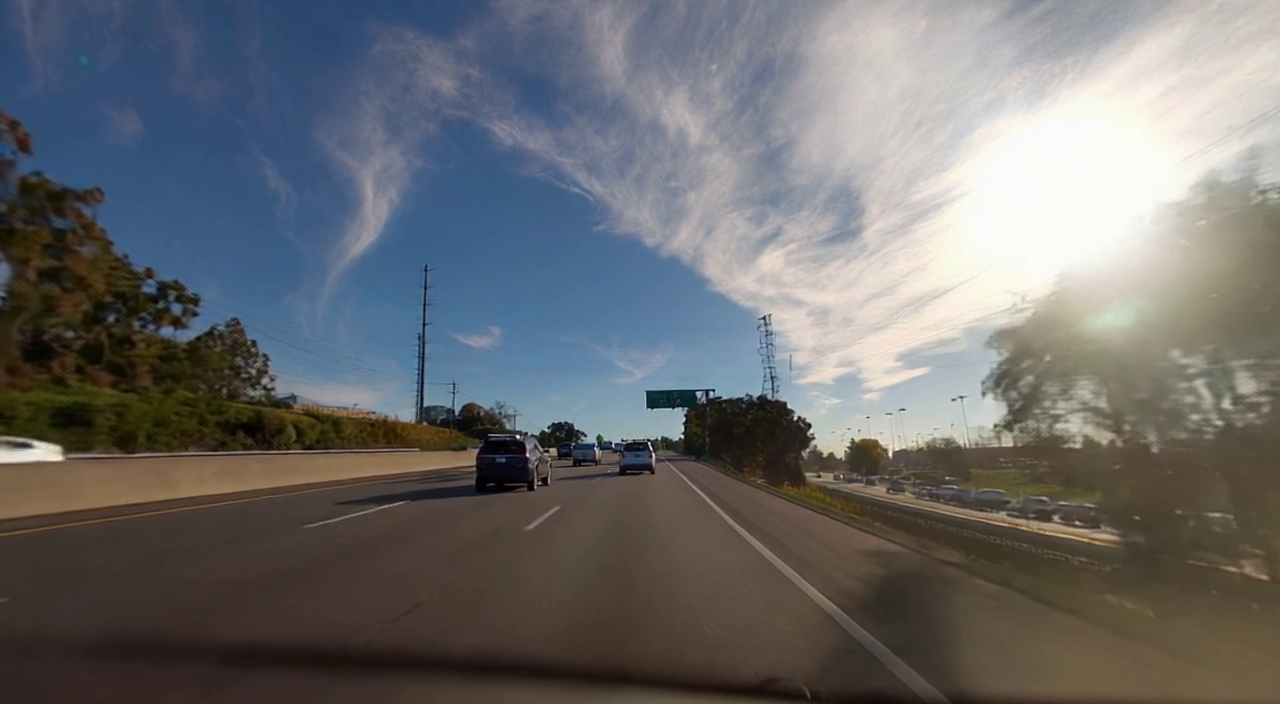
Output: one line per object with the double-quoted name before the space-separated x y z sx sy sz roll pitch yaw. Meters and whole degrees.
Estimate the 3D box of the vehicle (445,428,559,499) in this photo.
"vehicle" -3.737 3.123 18.044 2.104 1.754 4.515 0 -8 2

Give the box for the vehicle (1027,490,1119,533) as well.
"vehicle" 22.092 8.118 32.448 1.826 1.625 4.758 -1 -8 7

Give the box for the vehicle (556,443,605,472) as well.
"vehicle" -3.151 5.734 34.469 2.092 1.464 4.466 0 -8 2

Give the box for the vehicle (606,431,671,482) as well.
"vehicle" -0.010 4.090 24.918 2.319 1.813 4.274 0 -8 1

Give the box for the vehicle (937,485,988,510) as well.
"vehicle" 24.421 10.997 47.912 1.985 1.513 4.339 -1 -8 6

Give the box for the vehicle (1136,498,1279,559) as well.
"vehicle" 21.654 6.661 24.162 1.820 1.768 4.621 -2 -10 6
